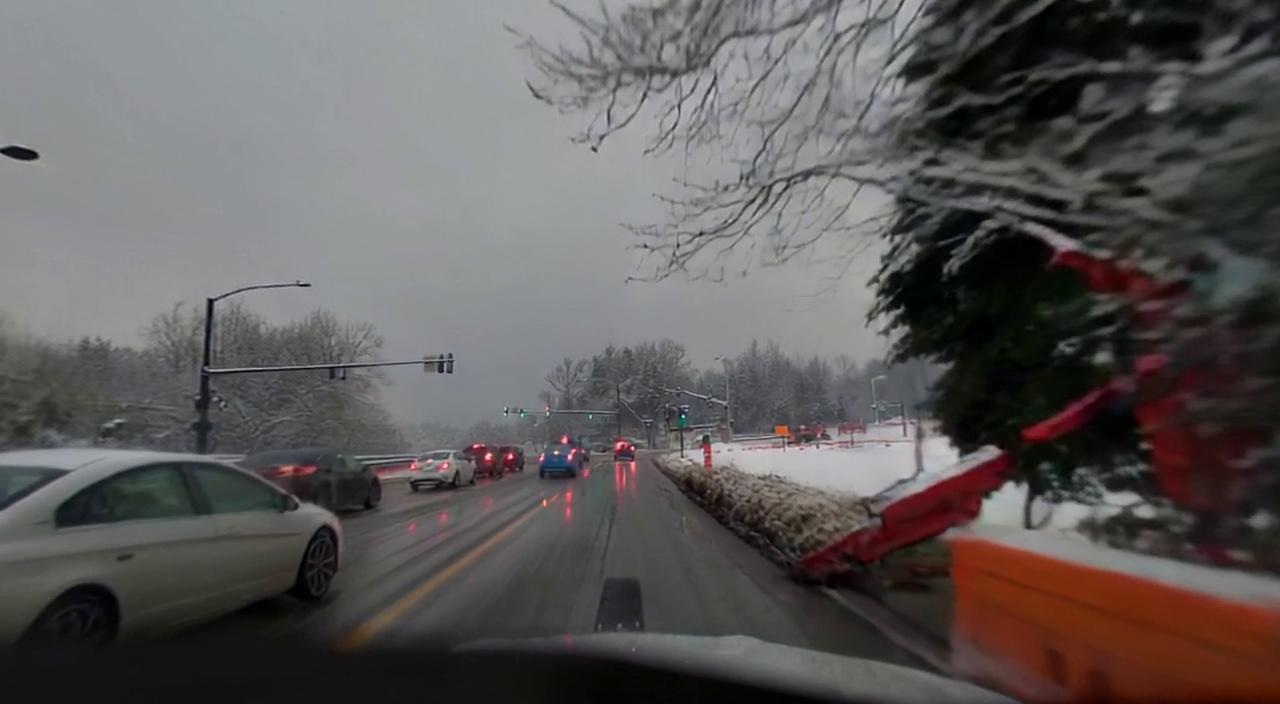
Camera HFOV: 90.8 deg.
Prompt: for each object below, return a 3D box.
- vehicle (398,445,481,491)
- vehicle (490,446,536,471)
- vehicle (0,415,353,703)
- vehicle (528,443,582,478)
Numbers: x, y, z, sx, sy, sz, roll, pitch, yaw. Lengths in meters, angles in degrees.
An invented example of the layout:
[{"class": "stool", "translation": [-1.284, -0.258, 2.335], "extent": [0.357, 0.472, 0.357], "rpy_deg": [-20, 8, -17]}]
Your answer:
[{"class": "vehicle", "translation": [-7.548, 4.384, 24.256], "extent": [1.900, 1.507, 4.285], "rpy_deg": [-2, -9, -1]}, {"class": "vehicle", "translation": [-8.100, 6.803, 40.651], "extent": [1.933, 1.458, 4.544], "rpy_deg": [0, -9, 1]}, {"class": "vehicle", "translation": [-3.924, 1.252, 4.010], "extent": [2.026, 1.497, 4.577], "rpy_deg": [-2, -9, 1]}, {"class": "vehicle", "translation": [-3.886, 5.020, 29.412], "extent": [2.042, 1.441, 4.172], "rpy_deg": [-1, -9, -1]}]
